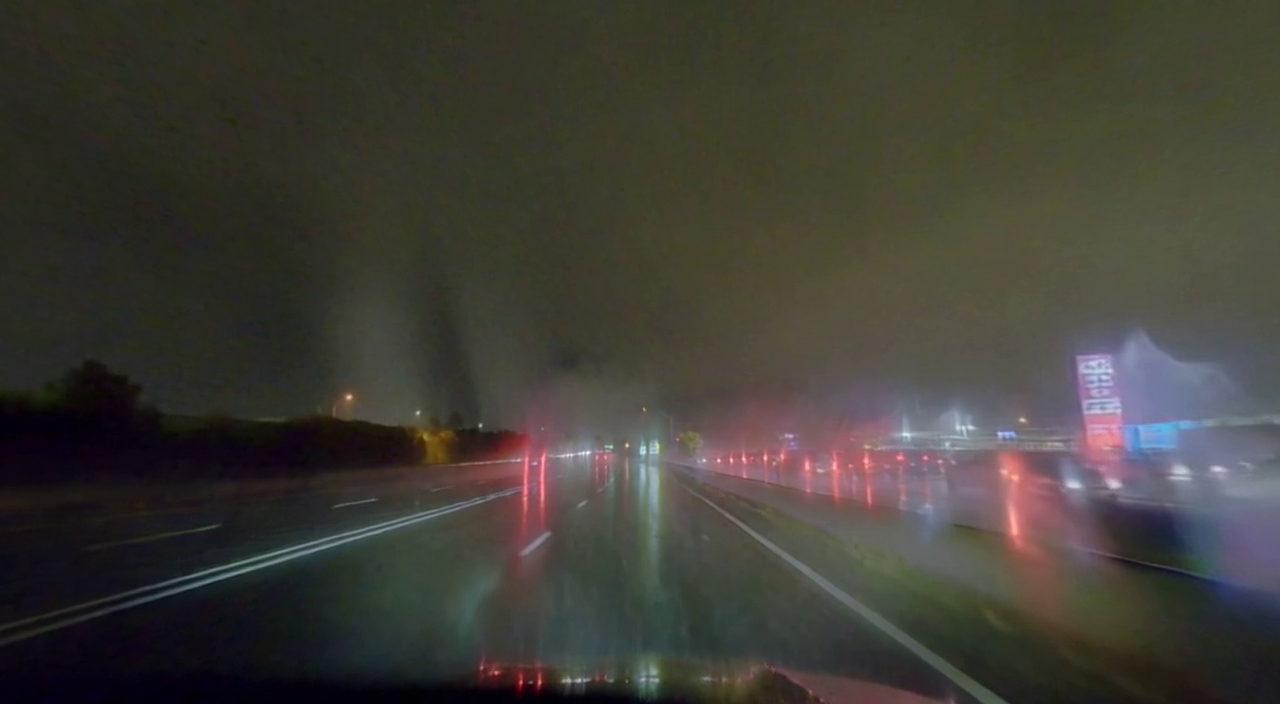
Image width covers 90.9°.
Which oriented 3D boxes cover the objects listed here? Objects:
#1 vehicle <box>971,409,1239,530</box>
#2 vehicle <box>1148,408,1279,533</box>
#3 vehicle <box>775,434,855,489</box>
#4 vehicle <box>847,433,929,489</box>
[{"bbox_3d":[15.897,4.115,22.907,2.635,3.459,9.104,0,-9,-1],"label":"vehicle"},{"bbox_3d":[18.673,3.439,18.506,2.594,3.362,5.549,0,-9,-1],"label":"vehicle"},{"bbox_3d":[12.792,8.102,47.195,2.941,3.578,10.624,0,-9,0],"label":"vehicle"},{"bbox_3d":[18.312,8.056,47.222,2.698,3.744,8.974,0,-9,2],"label":"vehicle"}]
